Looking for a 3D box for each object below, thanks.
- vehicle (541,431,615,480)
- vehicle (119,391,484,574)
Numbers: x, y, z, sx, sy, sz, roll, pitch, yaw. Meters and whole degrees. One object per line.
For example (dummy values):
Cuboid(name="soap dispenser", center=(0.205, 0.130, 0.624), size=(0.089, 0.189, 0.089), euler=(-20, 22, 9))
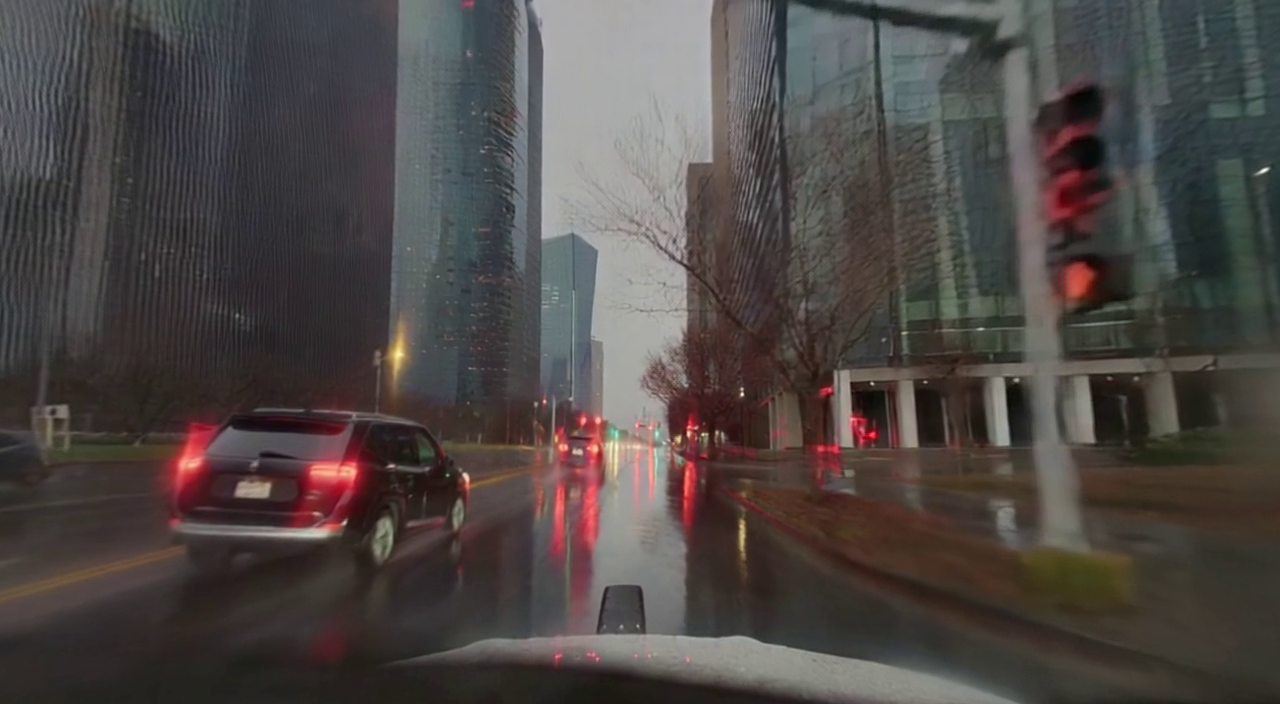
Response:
Cuboid(name="vehicle", center=(-2.504, 4.446, 27.119), size=(2.384, 1.849, 5.009), euler=(0, -9, 3))
Cuboid(name="vehicle", center=(-3.903, 1.624, 8.516), size=(2.169, 1.741, 4.588), euler=(0, -9, 3))
